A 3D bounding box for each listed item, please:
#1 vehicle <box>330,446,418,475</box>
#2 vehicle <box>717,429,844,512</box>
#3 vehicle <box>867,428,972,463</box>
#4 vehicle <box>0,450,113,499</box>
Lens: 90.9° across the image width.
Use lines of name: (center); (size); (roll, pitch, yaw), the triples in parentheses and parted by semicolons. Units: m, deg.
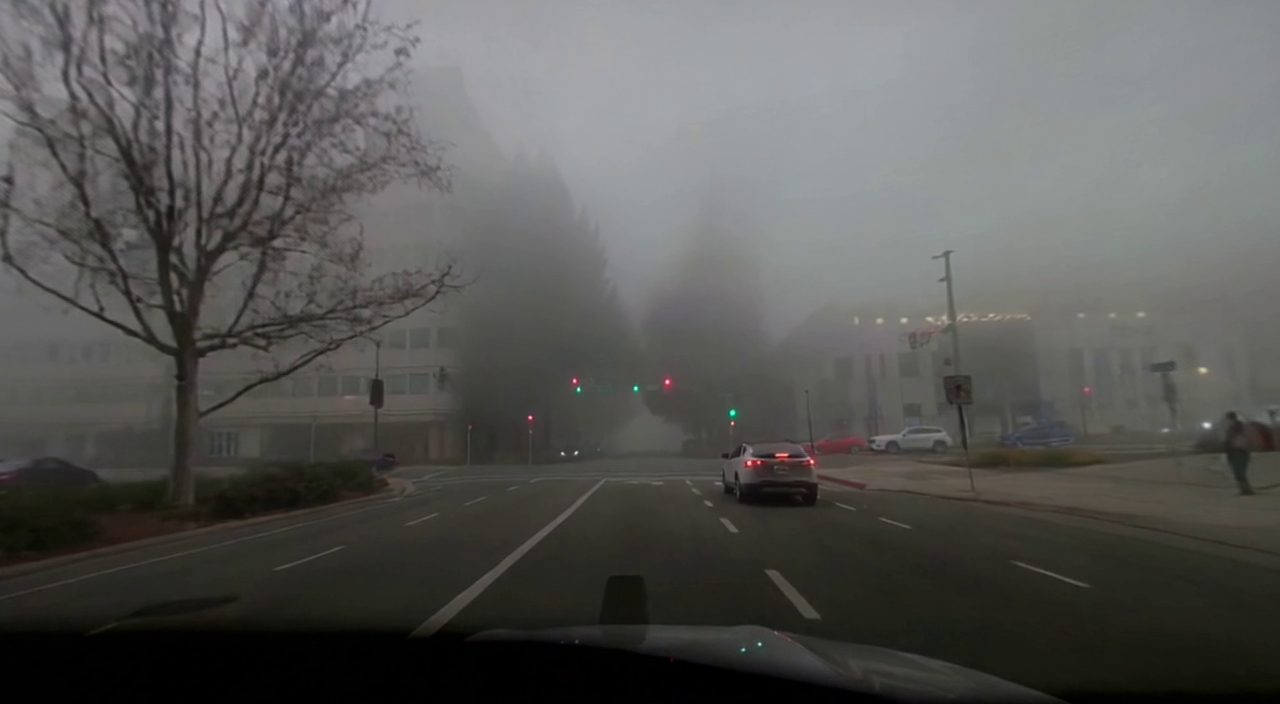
vehicle: (-14.975, 6.085, 35.572); (4.037, 1.562, 2.099); (-3, -9, 16)
vehicle: (2.954, 2.580, 14.130); (1.947, 1.576, 3.825); (0, -8, 0)
vehicle: (14.836, 4.976, 33.672); (4.611, 1.778, 1.939); (0, -8, 0)
vehicle: (-23.114, 4.688, 24.554); (1.757, 1.699, 3.854); (0, -8, 1)
